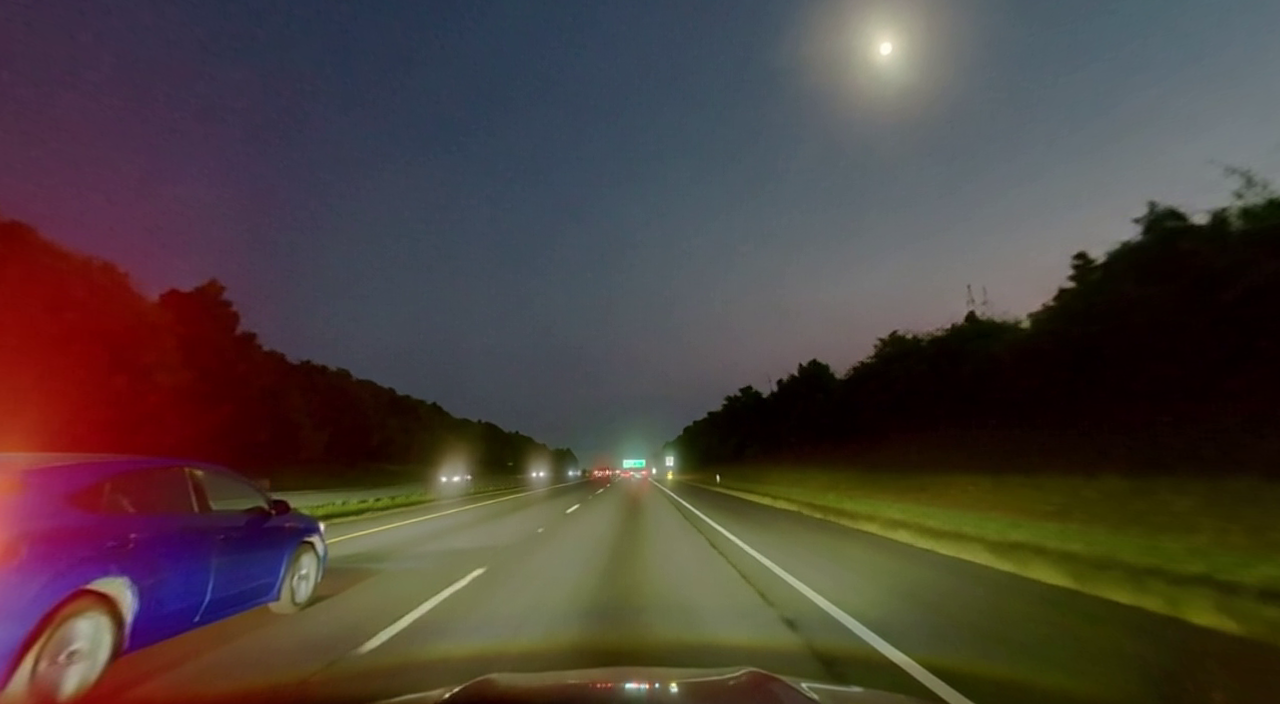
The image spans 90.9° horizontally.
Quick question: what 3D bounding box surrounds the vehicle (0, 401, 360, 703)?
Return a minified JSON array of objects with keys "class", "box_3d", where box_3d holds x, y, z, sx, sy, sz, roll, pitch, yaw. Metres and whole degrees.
[{"class":"vehicle","box_3d":[-3.644,1.182,3.808,2.017,1.516,4.041,1,-11,0]}]
